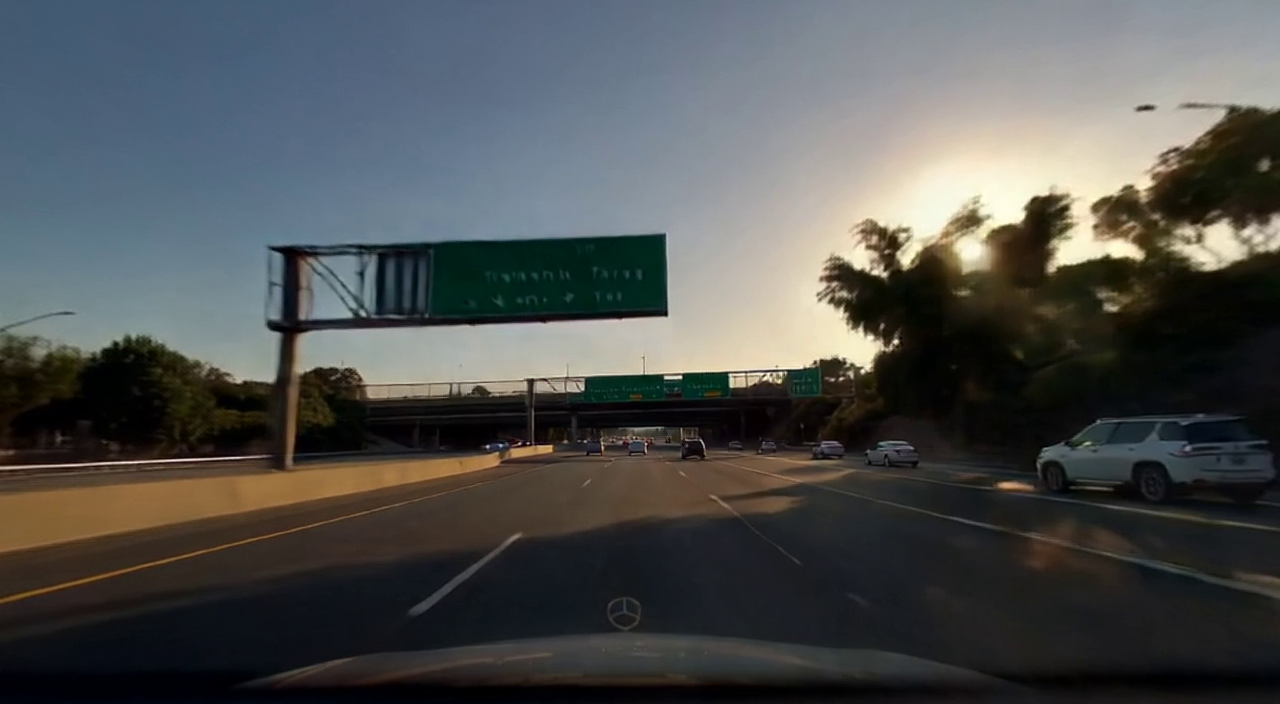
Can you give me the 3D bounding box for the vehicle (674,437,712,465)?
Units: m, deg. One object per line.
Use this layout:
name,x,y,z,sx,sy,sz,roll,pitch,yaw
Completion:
vehicle,3.574,6.795,43.314,2.147,1.794,4.538,0,-9,0

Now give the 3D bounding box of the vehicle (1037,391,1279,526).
vehicle,11.549,2.186,13.224,2.442,2.140,6.462,0,-9,3

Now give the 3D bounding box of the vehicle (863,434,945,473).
vehicle,13.064,5.050,31.509,2.116,1.754,4.727,0,-9,1

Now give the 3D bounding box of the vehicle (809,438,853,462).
vehicle,14.354,7.415,47.555,2.020,1.707,4.424,0,-9,1
